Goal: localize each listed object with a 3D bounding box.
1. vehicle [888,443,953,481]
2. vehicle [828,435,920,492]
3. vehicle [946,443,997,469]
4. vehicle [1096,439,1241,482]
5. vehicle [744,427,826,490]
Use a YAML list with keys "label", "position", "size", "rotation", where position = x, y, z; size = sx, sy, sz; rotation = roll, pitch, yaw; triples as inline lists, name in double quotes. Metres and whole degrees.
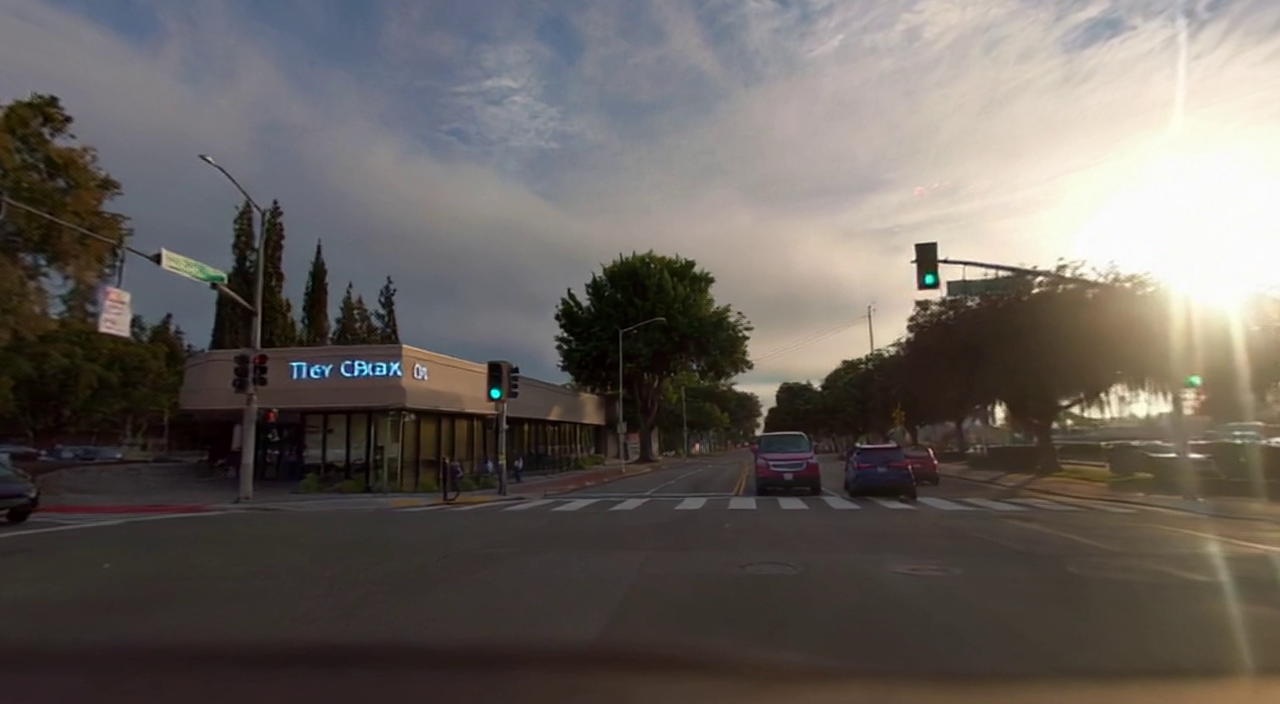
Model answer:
- label: "vehicle"
  position: [13.230, 5.166, 29.990]
  size: [1.792, 1.682, 4.089]
  rotation: [-1, -8, 9]
- label: "vehicle"
  position: [7.907, 3.771, 21.807]
  size: [2.048, 1.725, 4.754]
  rotation: [-1, -8, 9]
- label: "vehicle"
  position: [23.257, 7.281, 44.383]
  size: [1.886, 1.687, 4.268]
  rotation: [-2, -8, 10]
- label: "vehicle"
  position: [21.365, 4.380, 25.711]
  size: [1.924, 1.579, 4.084]
  rotation: [2, -8, -12]
- label: "vehicle"
  position: [5.002, 3.727, 22.526]
  size: [2.390, 1.948, 5.344]
  rotation: [-1, -8, 9]
